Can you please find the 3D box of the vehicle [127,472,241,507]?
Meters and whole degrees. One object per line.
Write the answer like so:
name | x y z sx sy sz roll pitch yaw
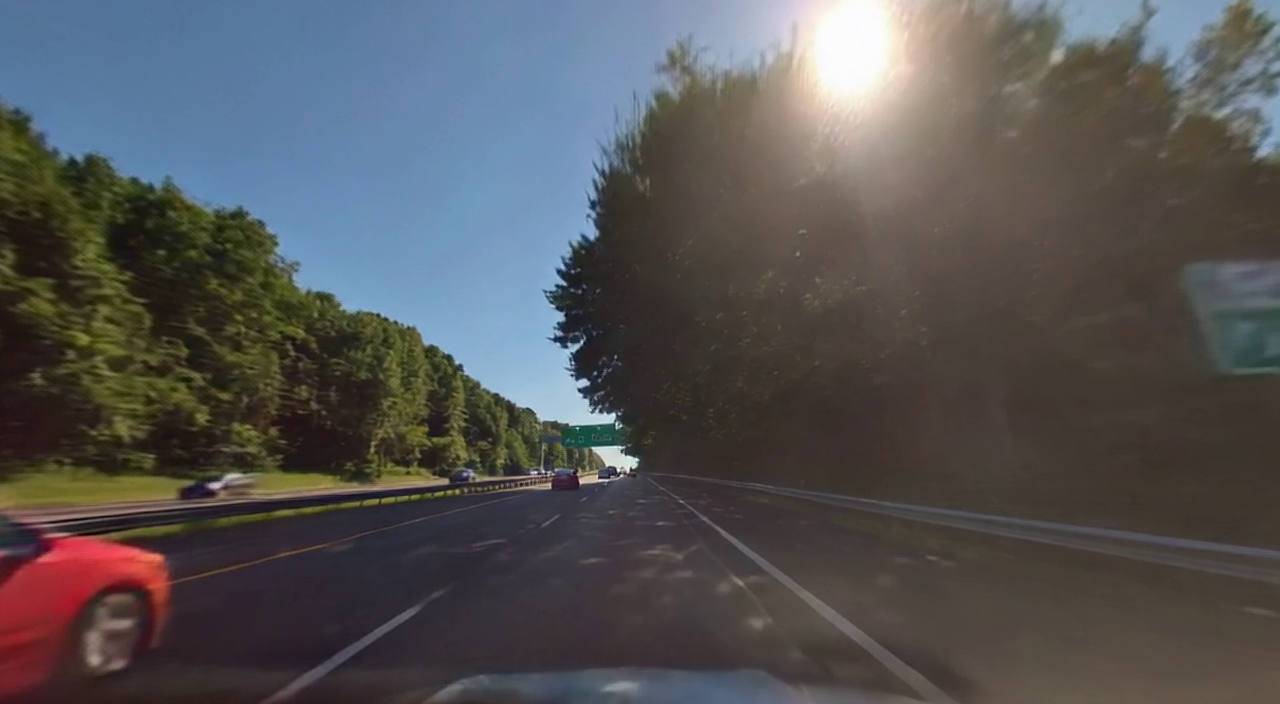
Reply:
vehicle | -20.589 6.212 28.743 1.754 1.417 4.619 1 -11 0

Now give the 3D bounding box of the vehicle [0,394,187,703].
vehicle | -4.058 0.780 1.685 2.117 1.635 4.750 1 -10 0

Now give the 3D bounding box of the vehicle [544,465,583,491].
vehicle | -4.754 7.920 39.692 1.995 1.467 4.467 1 -10 -1
